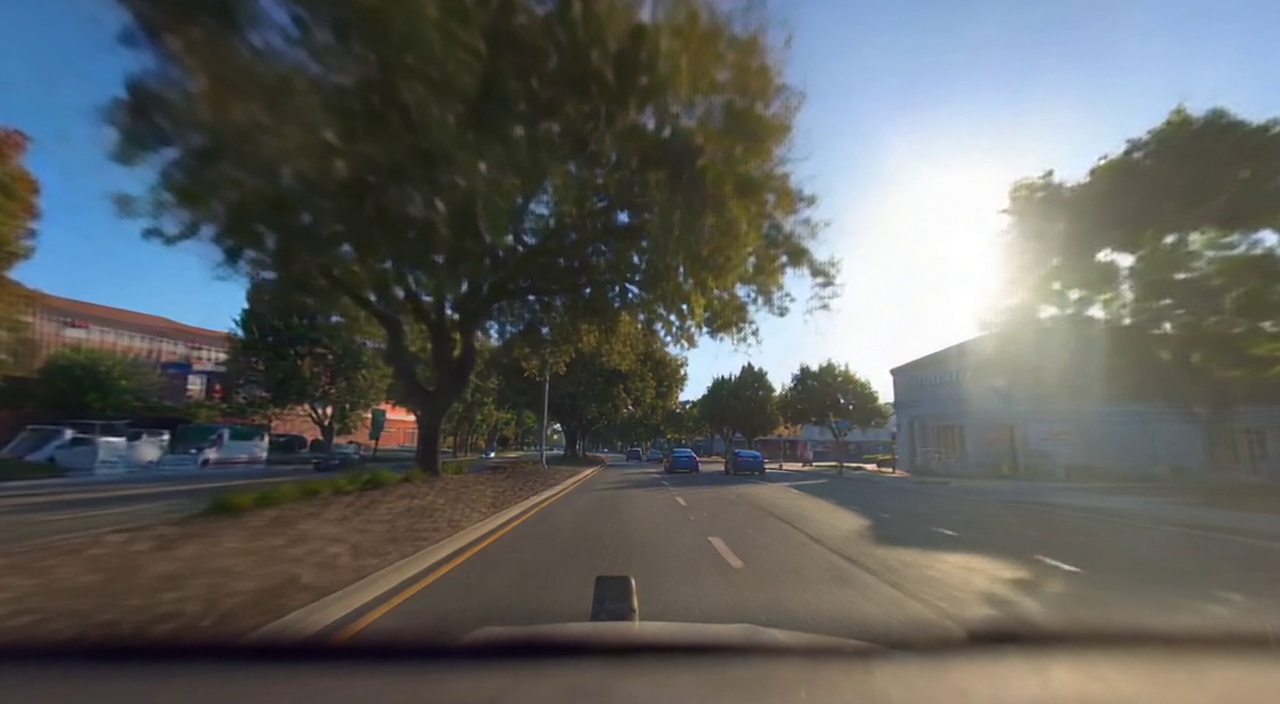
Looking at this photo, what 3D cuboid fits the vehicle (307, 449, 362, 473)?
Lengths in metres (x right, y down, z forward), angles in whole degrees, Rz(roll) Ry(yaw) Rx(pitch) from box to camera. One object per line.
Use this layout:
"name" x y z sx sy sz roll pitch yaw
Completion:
"vehicle" -20.181 7.218 41.785 1.730 1.516 3.847 0 -9 -1

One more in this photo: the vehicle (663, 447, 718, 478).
"vehicle" 2.493 5.617 32.318 2.256 1.451 4.313 1 -9 -3

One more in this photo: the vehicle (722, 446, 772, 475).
"vehicle" 5.962 6.087 35.504 1.886 1.528 4.169 1 -9 -3

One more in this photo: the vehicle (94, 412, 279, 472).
"vehicle" -26.462 5.355 37.216 8.121 3.260 2.889 2 -9 -12

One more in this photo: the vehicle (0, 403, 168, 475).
"vehicle" -26.922 4.110 29.470 6.822 3.138 2.979 3 -9 -17
